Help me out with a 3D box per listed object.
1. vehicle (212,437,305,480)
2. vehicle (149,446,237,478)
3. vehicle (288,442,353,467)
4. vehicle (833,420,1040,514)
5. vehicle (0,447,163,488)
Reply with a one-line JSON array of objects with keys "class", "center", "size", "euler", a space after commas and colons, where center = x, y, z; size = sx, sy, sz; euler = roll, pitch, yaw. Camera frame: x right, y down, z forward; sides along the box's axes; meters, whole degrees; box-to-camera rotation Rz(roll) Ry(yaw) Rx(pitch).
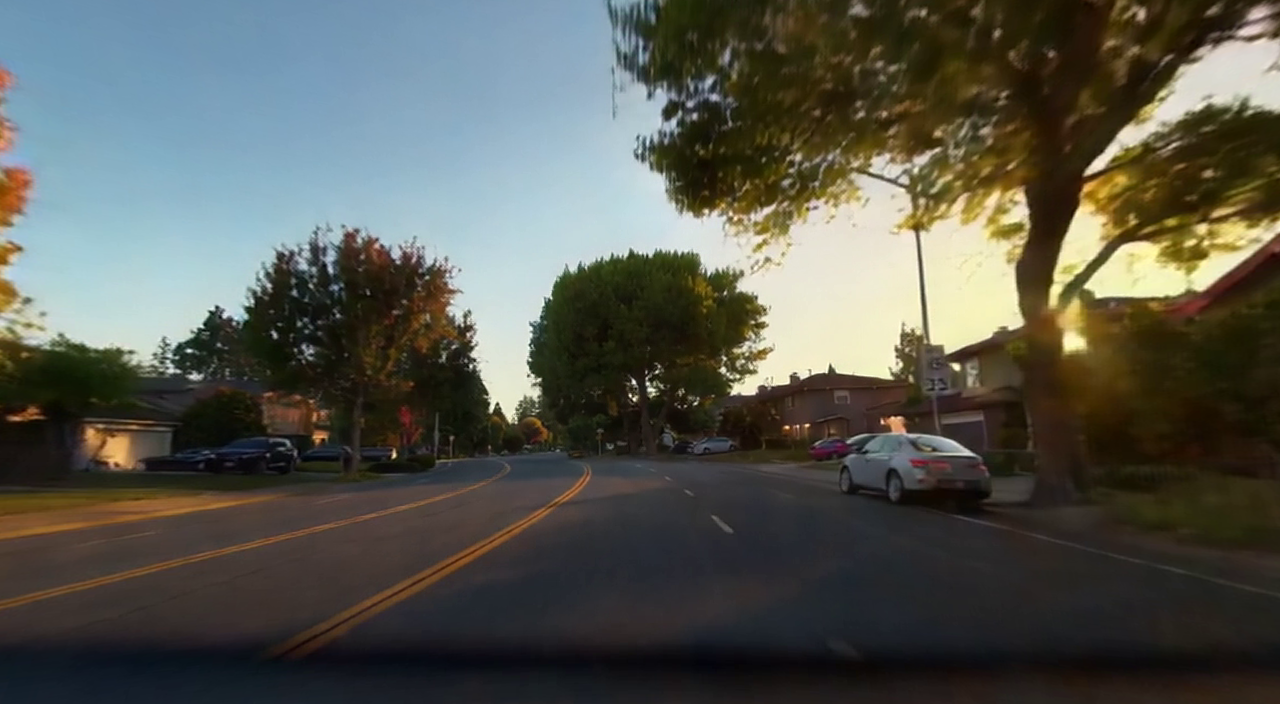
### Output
[{"class": "vehicle", "center": [-18.644, 5.191, 31.097], "size": [2.077, 1.948, 4.705], "euler": [1, -9, -7]}, {"class": "vehicle", "center": [-21.529, 5.286, 30.530], "size": [1.764, 1.443, 3.941], "euler": [2, -9, -8]}, {"class": "vehicle", "center": [-24.829, 7.941, 49.138], "size": [4.128, 1.861, 1.959], "euler": [2, -9, -15]}, {"class": "vehicle", "center": [6.749, 2.670, 15.143], "size": [2.315, 1.869, 4.678], "euler": [1, -9, -6]}, {"class": "vehicle", "center": [-21.271, 4.365, 24.011], "size": [4.654, 1.442, 2.155], "euler": [-1, -9, 7]}]
